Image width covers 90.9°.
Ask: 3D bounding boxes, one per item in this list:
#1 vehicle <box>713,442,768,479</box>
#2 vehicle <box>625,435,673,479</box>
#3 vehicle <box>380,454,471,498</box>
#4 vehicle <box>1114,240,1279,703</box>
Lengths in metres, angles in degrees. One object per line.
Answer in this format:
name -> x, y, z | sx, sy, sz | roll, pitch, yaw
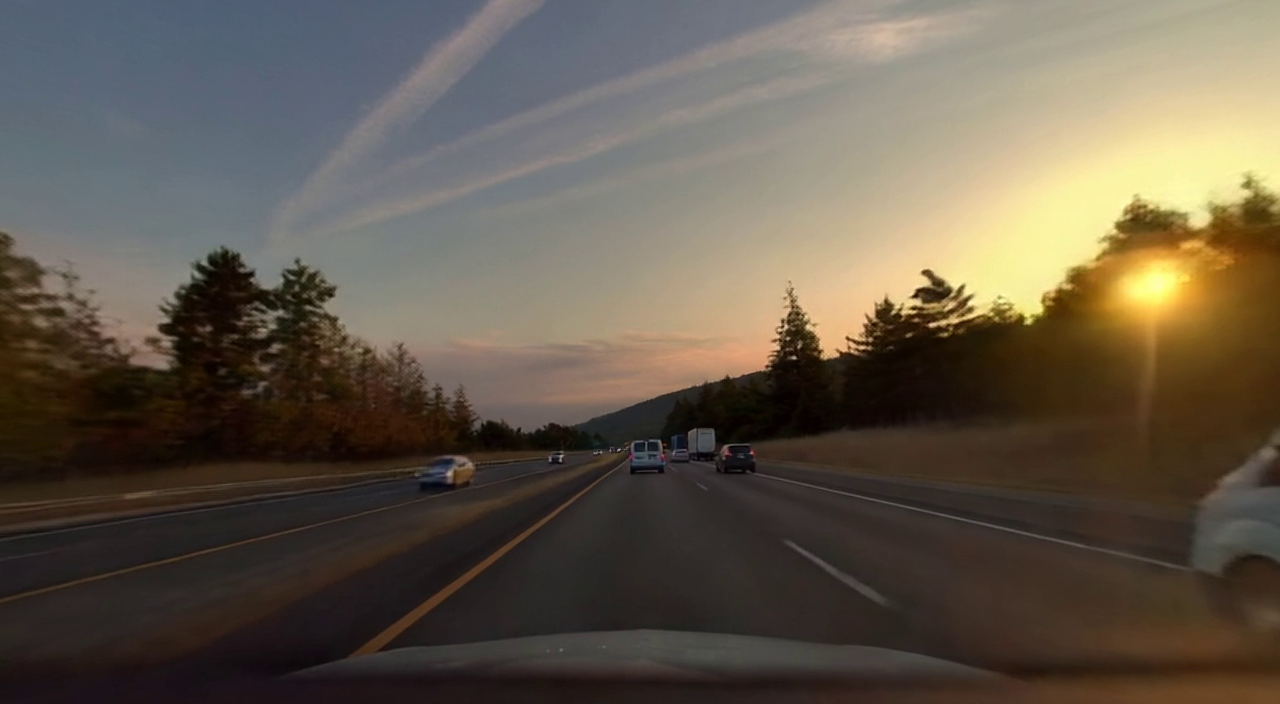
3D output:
vehicle -> 4.591, 5.005, 29.264 | 1.868, 1.566, 3.509 | 0, -9, -2
vehicle -> 0.404, 5.017, 30.224 | 2.143, 1.925, 4.101 | 0, -9, 0
vehicle -> -8.632, 4.998, 25.876 | 2.008, 1.540, 4.953 | 0, -9, 0
vehicle -> 4.115, 0.409, 1.469 | 2.232, 2.290, 4.720 | 0, -9, 0
